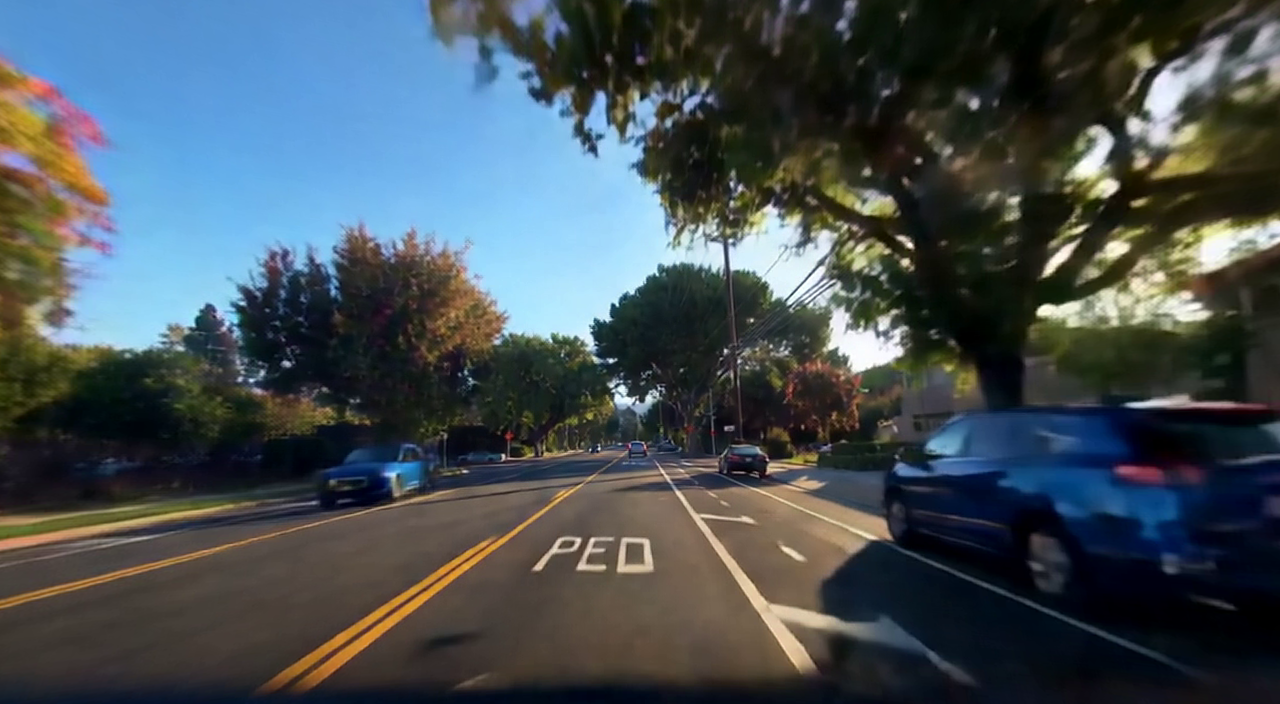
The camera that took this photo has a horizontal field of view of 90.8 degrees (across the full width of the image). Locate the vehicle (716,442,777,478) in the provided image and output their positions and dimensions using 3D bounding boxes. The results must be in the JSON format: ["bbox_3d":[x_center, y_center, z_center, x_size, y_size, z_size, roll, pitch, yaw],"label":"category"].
[{"bbox_3d":[4.766,4.879,28.903,1.987,1.479,4.562,0,-8,0],"label":"vehicle"}]

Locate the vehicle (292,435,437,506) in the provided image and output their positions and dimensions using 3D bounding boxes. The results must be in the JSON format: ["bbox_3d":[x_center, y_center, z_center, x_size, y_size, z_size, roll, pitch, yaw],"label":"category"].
[{"bbox_3d":[-7.444,3.230,17.695,1.989,1.706,4.495,0,-8,1],"label":"vehicle"}]

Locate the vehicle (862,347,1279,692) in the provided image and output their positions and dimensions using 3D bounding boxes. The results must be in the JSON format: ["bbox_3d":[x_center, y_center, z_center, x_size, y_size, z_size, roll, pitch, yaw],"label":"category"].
[{"bbox_3d":[4.722,1.408,6.856,2.335,1.972,6.368,0,-8,0],"label":"vehicle"}]
